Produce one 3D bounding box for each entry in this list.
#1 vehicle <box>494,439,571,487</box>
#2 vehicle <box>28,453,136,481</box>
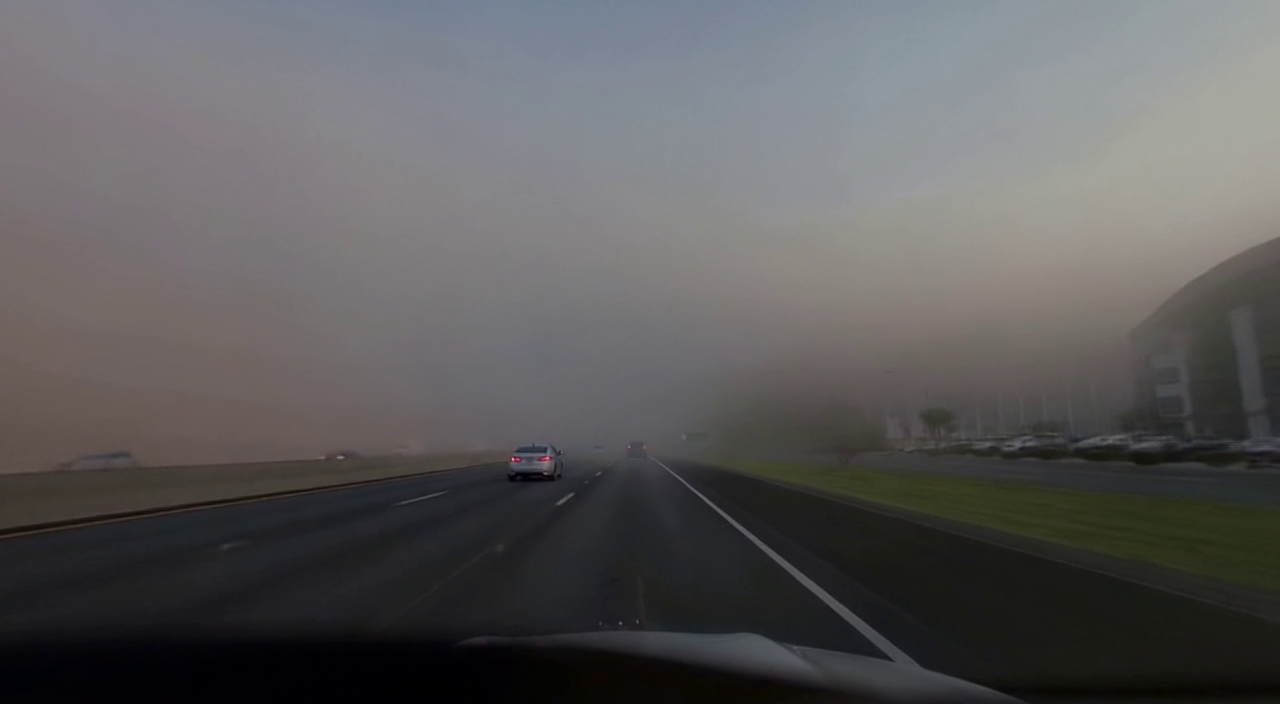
[{"bbox_3d":[-3.551,3.764,21.683,1.920,1.463,4.134,0,-9,0],"label":"vehicle"},{"bbox_3d":[-32.172,6.609,36.654,2.084,1.483,4.615,0,-9,0],"label":"vehicle"}]
